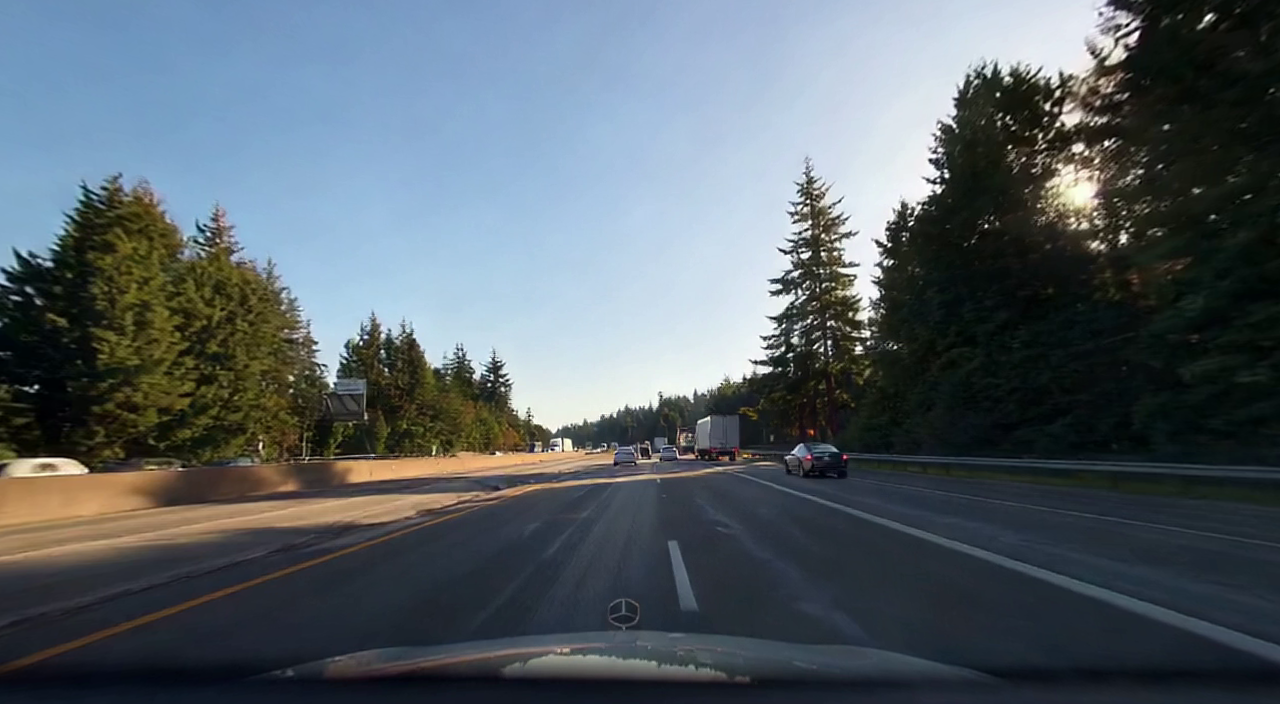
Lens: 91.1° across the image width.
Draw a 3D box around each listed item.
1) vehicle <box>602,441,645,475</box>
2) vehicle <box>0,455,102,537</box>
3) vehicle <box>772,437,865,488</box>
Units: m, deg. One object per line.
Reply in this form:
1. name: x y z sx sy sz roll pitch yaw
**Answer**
1. vehicle: -0.848 5.734 34.144 2.114 1.706 4.106 -1 -9 1
2. vehicle: -14.437 3.063 13.302 1.950 1.683 4.571 -1 -9 1
3. vehicle: 6.422 4.028 23.239 2.011 1.638 4.737 0 -9 0
